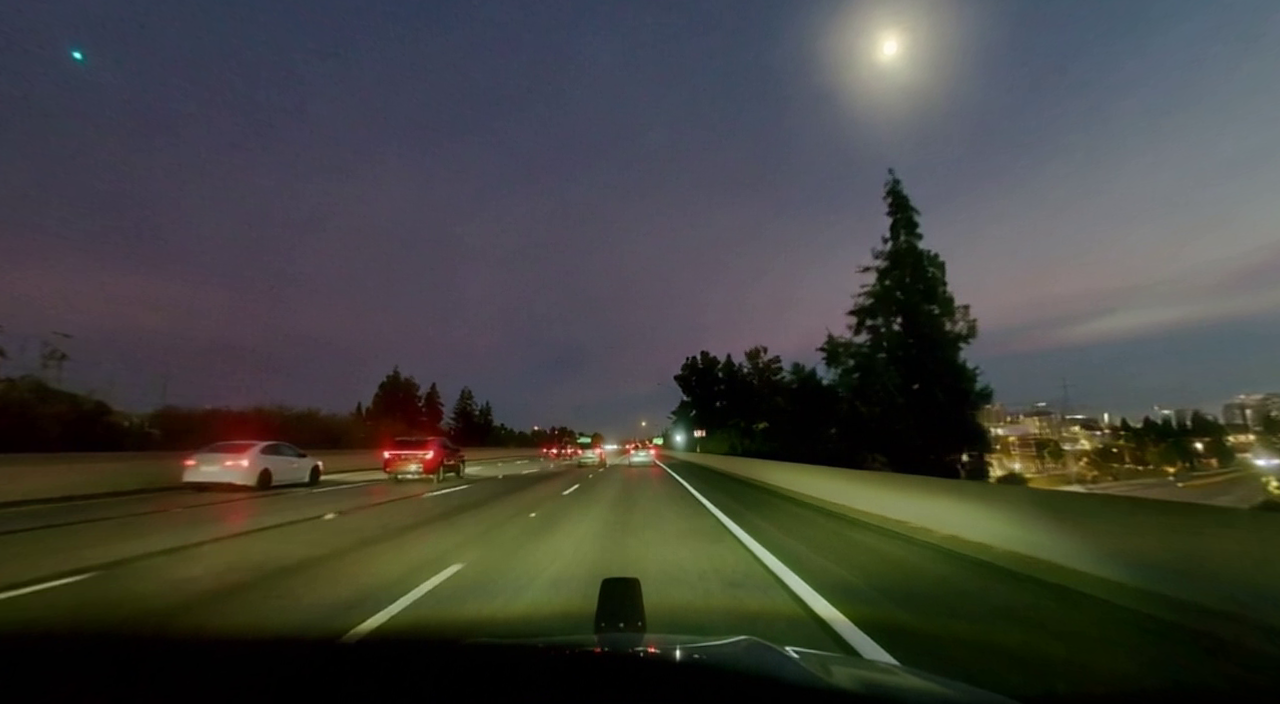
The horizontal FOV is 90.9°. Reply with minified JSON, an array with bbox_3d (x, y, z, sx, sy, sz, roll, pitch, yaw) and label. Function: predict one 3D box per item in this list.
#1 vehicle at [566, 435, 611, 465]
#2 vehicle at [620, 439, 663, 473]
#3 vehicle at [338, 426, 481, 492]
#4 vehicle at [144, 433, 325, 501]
[{"bbox_3d":[-3.727,7.235,46.819,2.751,2.050,5.761,0,-8,1],"label":"vehicle"},{"bbox_3d":[0.076,5.553,34.044,2.135,1.697,4.757,0,-8,0],"label":"vehicle"},{"bbox_3d":[-7.506,3.571,21.490,2.521,1.901,5.988,0,-8,1],"label":"vehicle"},{"bbox_3d":[-11.591,3.296,18.555,2.187,1.726,4.634,0,-8,1],"label":"vehicle"}]
